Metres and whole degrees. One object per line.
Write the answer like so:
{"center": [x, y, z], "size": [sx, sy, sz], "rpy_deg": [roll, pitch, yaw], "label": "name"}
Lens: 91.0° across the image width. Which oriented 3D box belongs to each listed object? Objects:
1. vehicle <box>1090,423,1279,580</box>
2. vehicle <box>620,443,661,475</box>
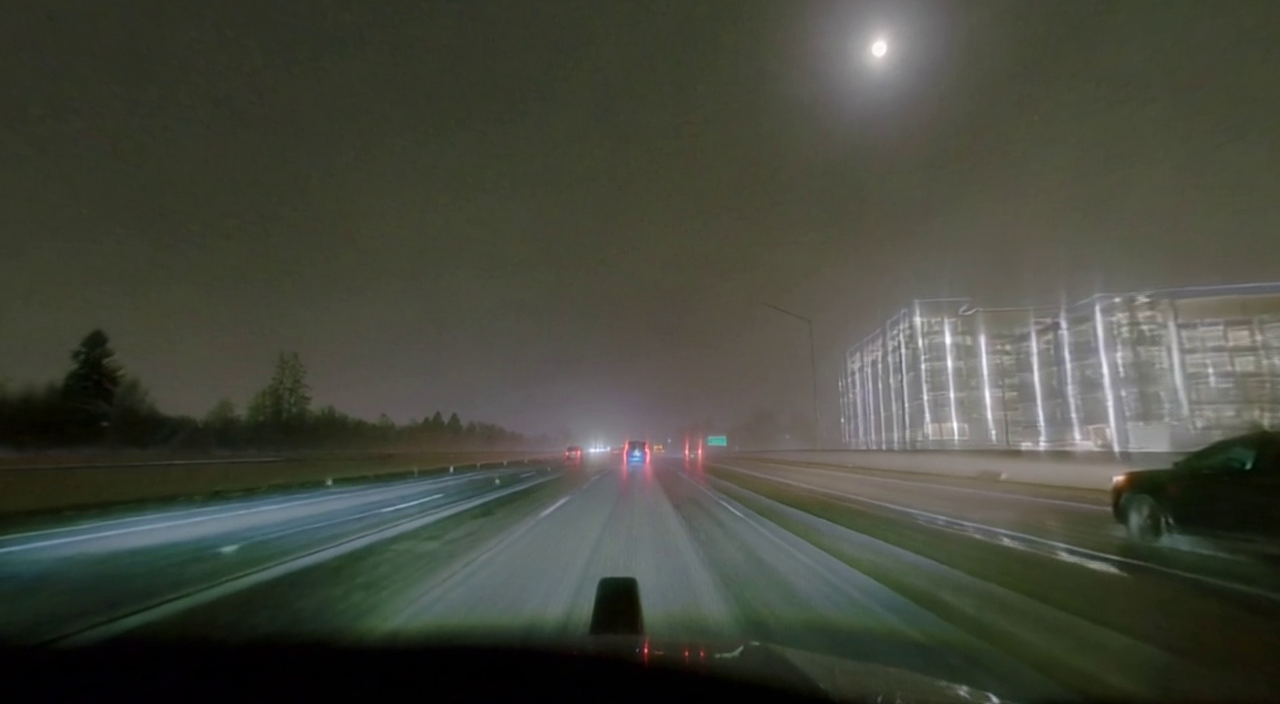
{"center": [7.131, 1.451, 6.140], "size": [1.937, 1.498, 4.710], "rpy_deg": [0, -8, -1], "label": "vehicle"}
{"center": [0.024, 5.566, 32.960], "size": [2.036, 1.542, 3.891], "rpy_deg": [0, -8, 0], "label": "vehicle"}
